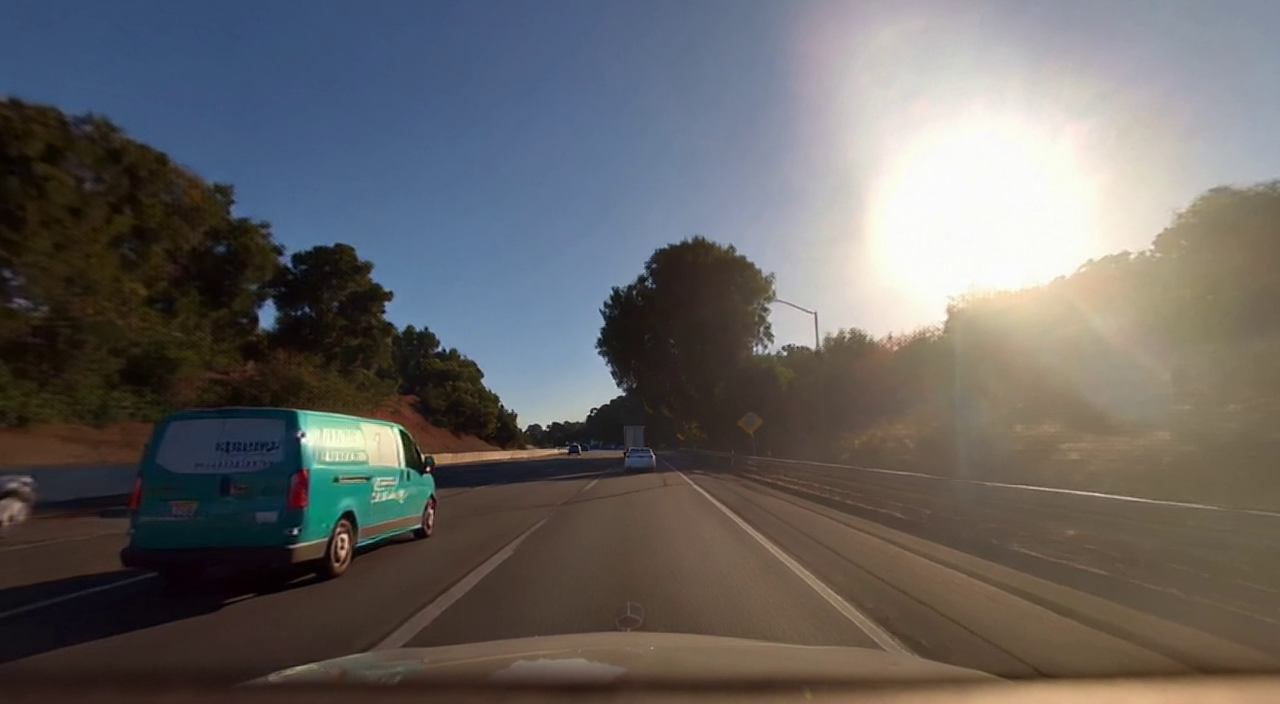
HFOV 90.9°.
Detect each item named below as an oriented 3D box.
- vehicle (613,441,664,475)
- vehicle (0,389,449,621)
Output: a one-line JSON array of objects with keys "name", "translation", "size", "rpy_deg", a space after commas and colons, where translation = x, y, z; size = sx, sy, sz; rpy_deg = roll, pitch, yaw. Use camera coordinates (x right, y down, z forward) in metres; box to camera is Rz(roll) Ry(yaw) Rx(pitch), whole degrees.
[{"name": "vehicle", "translation": [-0.059, 5.006, 29.946], "size": [2.238, 1.479, 3.672], "rpy_deg": [0, -9, 0]}, {"name": "vehicle", "translation": [-4.216, 1.618, 7.693], "size": [2.174, 1.862, 5.012], "rpy_deg": [0, -9, 0]}]
